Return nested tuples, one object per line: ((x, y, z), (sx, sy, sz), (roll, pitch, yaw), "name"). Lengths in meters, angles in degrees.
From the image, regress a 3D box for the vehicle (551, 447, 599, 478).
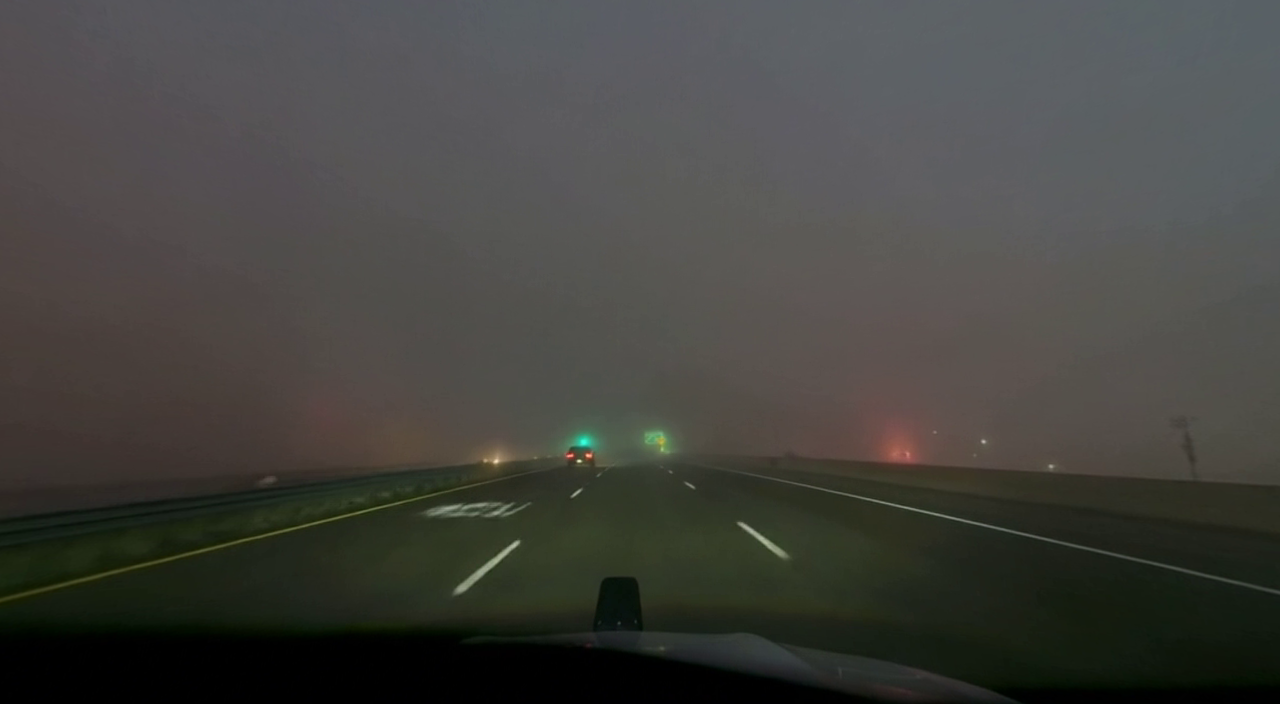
((-3.326, 5.734, 32.870), (2.100, 1.525, 4.179), (0, -9, 0), "vehicle")
